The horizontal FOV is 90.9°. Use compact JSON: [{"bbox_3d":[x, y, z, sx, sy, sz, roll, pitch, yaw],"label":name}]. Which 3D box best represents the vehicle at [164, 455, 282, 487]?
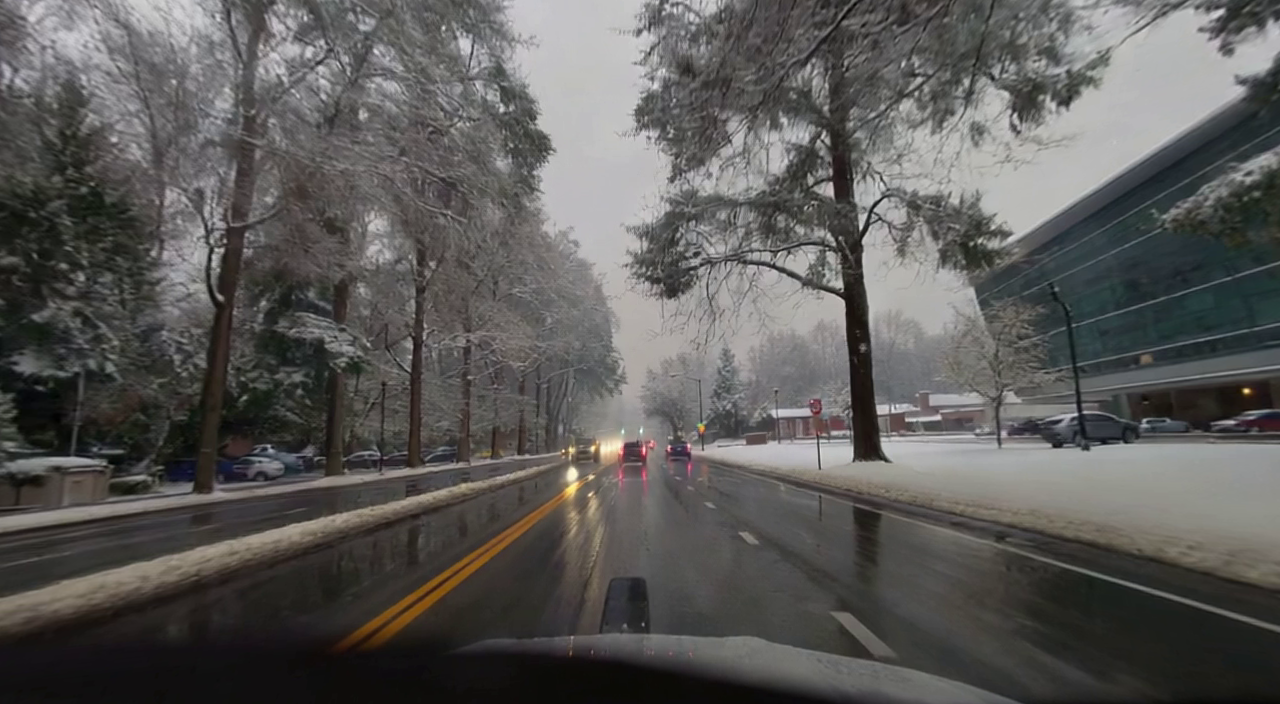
[{"bbox_3d":[-21.179,6.058,32.205,4.568,1.497,1.902,1,-9,-8],"label":"vehicle"}]

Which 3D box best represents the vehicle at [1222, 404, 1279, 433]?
[{"bbox_3d":[35.578,3.688,35.089,4.226,1.495,1.893,-1,-9,3],"label":"vehicle"}]

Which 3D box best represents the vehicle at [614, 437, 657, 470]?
[{"bbox_3d":[-0.225,5.378,33.518,2.109,1.612,3.963,0,-8,0],"label":"vehicle"}]

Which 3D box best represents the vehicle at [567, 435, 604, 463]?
[{"bbox_3d":[-4.041,7.340,47.698,2.301,1.946,5.199,0,-8,1],"label":"vehicle"}]

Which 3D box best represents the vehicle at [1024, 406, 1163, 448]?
[{"bbox_3d":[20.781,3.482,29.067,4.632,1.582,2.071,-4,-8,4],"label":"vehicle"}]

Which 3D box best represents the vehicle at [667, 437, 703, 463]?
[{"bbox_3d":[3.125,6.946,44.864,2.189,1.766,4.495,0,-8,-1],"label":"vehicle"}]
